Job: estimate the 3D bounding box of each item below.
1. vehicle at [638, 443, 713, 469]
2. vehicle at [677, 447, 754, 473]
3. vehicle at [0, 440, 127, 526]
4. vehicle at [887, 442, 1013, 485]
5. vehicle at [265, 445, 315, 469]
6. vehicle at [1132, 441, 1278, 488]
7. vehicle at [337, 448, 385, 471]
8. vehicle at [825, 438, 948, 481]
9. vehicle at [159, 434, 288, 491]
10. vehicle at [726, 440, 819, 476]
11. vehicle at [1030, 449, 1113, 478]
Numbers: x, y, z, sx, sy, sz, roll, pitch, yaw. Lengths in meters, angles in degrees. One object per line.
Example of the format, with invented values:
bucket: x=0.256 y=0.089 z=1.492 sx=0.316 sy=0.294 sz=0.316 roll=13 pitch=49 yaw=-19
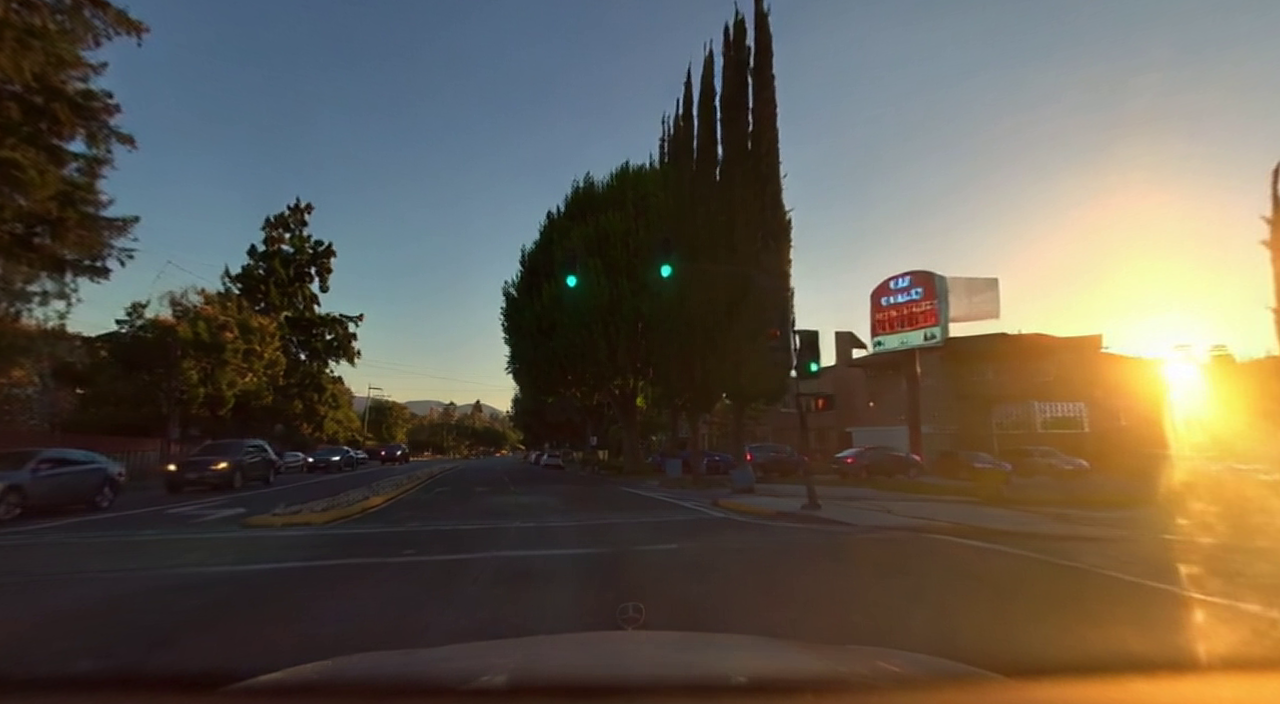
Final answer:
vehicle: x=2.468 y=7.246 z=44.107 sx=4.843 sy=1.748 sz=1.985 roll=2 pitch=-9 yaw=-16
vehicle: x=4.586 y=6.494 z=38.179 sx=4.257 sy=1.474 sz=1.751 roll=3 pitch=-9 yaw=-20
vehicle: x=-12.392 y=2.440 z=11.932 sx=1.961 sy=1.492 sz=4.702 roll=1 pitch=-9 yaw=-9
vehicle: x=13.023 y=4.646 z=26.580 sx=4.375 sy=1.685 sz=2.045 roll=2 pitch=-9 yaw=-14
vehicle: x=-27.398 y=8.232 z=49.534 sx=1.882 sy=1.706 sz=4.938 roll=0 pitch=-9 yaw=-10
vehicle: x=22.058 y=4.368 z=24.653 sx=4.530 sy=1.696 sz=1.979 roll=2 pitch=-9 yaw=-15
vehicle: x=-18.749 y=7.195 z=42.498 sx=1.951 sy=1.436 sz=4.624 roll=2 pitch=-9 yaw=-11
vehicle: x=11.503 y=4.962 z=29.401 sx=5.314 sy=1.829 sz=2.018 roll=3 pitch=-9 yaw=-23
vehicle: x=-14.831 y=3.937 z=22.892 sx=2.049 sy=1.817 sz=5.292 roll=2 pitch=-9 yaw=-12
vehicle: x=6.986 y=5.542 z=33.166 sx=4.669 sy=1.770 sz=1.896 roll=5 pitch=-10 yaw=-30
vehicle: x=23.387 y=6.007 z=34.168 sx=4.324 sy=1.437 sz=1.865 roll=5 pitch=-10 yaw=-29
